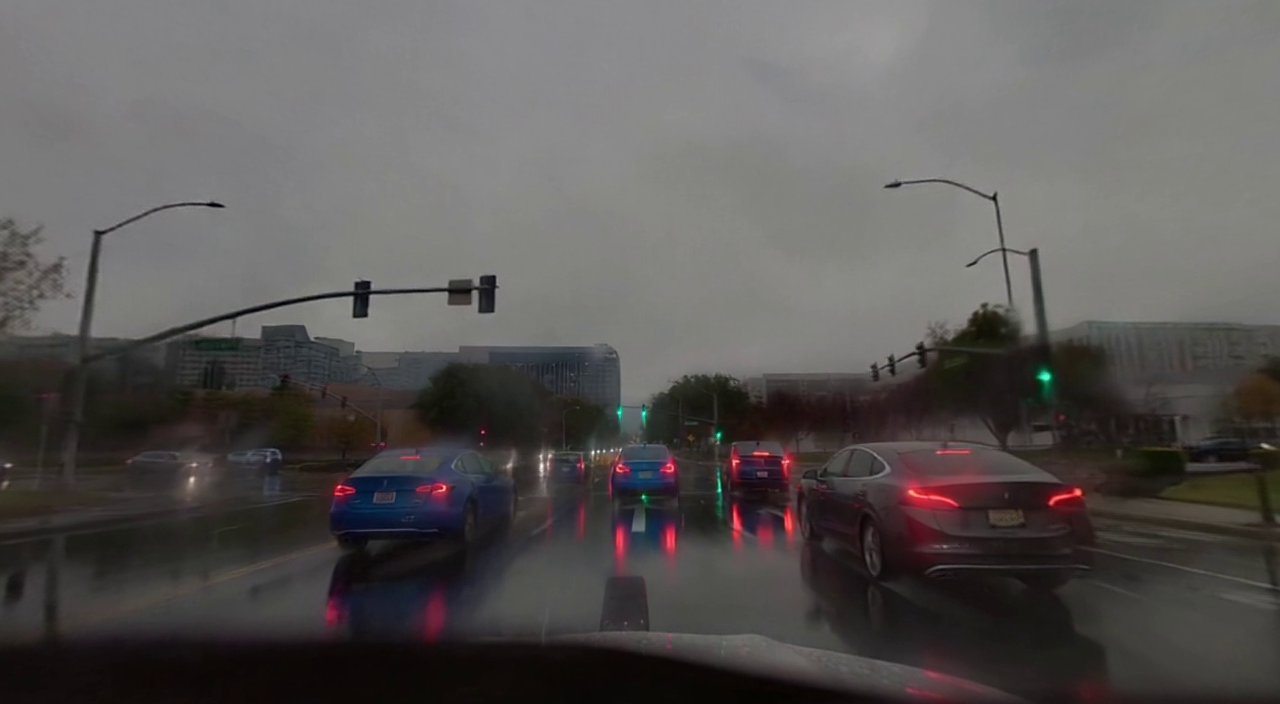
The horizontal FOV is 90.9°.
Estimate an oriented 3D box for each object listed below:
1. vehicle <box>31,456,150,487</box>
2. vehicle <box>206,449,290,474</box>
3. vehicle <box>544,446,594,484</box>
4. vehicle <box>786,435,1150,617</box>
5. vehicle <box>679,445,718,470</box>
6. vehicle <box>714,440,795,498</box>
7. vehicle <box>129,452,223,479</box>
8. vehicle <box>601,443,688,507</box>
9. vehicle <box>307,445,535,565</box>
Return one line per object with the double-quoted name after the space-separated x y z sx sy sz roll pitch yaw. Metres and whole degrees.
-29.694 6.457 34.149 4.551 1.533 2.070 -1 -8 1 "vehicle"
-29.162 8.126 46.989 4.916 1.793 2.082 -1 -9 3 "vehicle"
-3.205 5.052 28.515 2.089 1.537 4.073 1 -9 -6 "vehicle"
3.342 1.836 7.748 1.951 1.522 4.614 0 -8 0 "vehicle"
4.015 7.309 44.015 2.138 1.624 4.417 0 -9 -1 "vehicle"
3.703 3.849 21.112 1.938 1.732 4.006 0 -9 0 "vehicle"
-30.275 7.383 41.201 4.427 1.629 2.213 -1 -9 2 "vehicle"
0.062 3.396 17.851 2.144 1.563 4.218 0 -9 -1 "vehicle"
-3.122 2.256 10.164 2.015 1.478 4.407 -1 -8 1 "vehicle"
